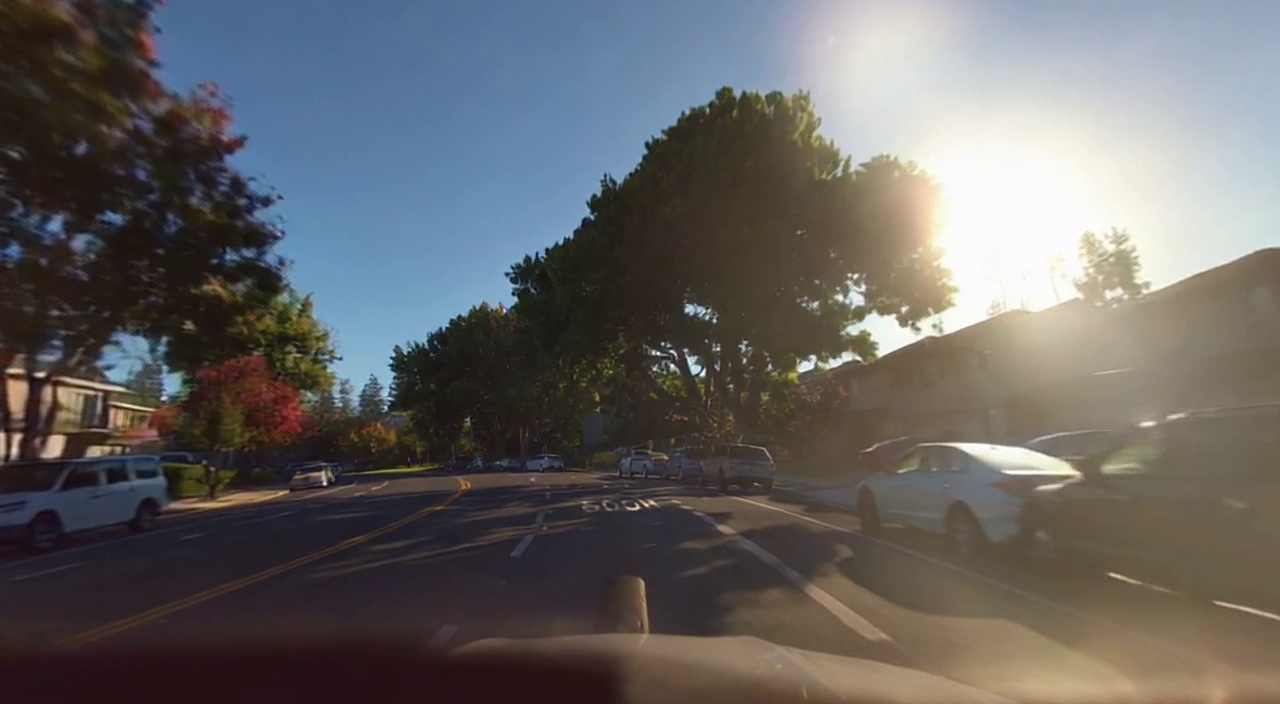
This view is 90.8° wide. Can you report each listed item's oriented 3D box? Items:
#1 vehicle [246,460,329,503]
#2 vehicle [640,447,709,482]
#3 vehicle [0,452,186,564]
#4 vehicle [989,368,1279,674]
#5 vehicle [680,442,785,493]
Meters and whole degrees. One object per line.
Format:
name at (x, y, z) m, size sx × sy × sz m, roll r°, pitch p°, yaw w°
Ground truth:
vehicle at (-14.430, 5.288, 26.164) m, size 1.943 × 1.476 × 4.714 m, roll 2°, pitch -9°, yaw -16°
vehicle at (1.516, 5.191, 29.457) m, size 1.844 × 1.485 × 4.193 m, roll 3°, pitch -9°, yaw -17°
vehicle at (-11.818, 2.950, 12.705) m, size 2.107 × 1.810 × 4.708 m, roll 0°, pitch -9°, yaw -5°
vehicle at (4.822, 1.062, 4.196) m, size 2.184 × 1.770 × 4.651 m, roll 0°, pitch -9°, yaw -2°
vehicle at (3.167, 4.096, 22.814) m, size 2.367 × 1.614 × 4.463 m, roll 2°, pitch -9°, yaw -11°
